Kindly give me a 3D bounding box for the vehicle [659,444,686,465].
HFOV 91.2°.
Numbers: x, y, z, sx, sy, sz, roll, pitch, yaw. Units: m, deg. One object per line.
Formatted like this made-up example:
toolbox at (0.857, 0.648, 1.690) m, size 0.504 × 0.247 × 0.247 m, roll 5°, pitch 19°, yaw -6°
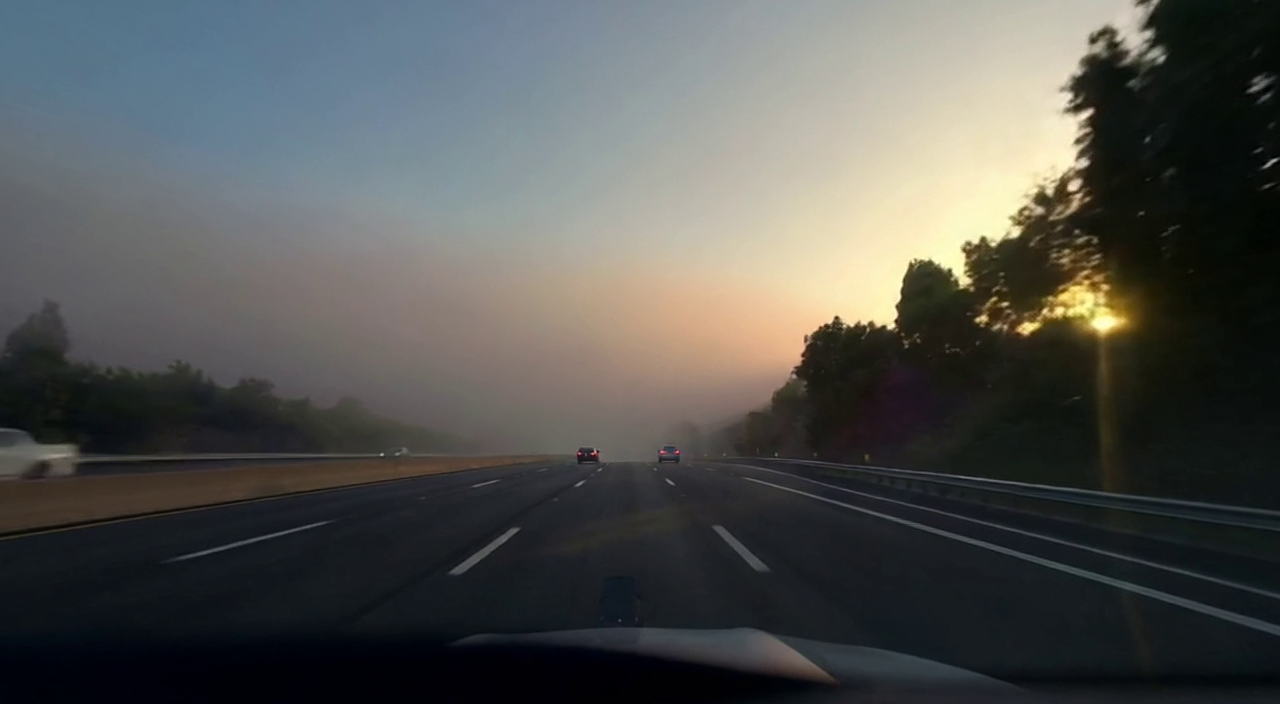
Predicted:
vehicle at (2.469, 7.991, 48.948) m, size 1.895 × 1.555 × 4.030 m, roll 0°, pitch -9°, yaw 0°
